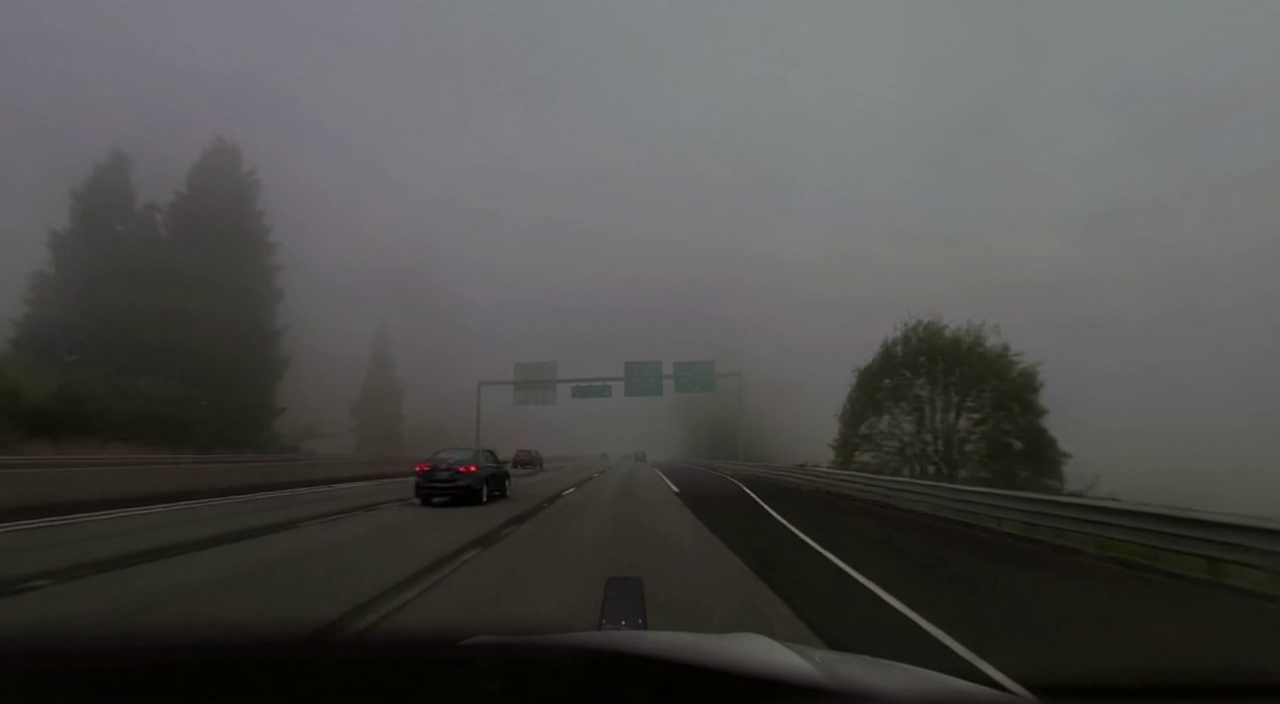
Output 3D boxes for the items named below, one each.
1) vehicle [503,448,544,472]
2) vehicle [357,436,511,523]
[{"bbox_3d":[-7.719,7.182,42.022,1.835,1.459,4.636,1,-9,0],"label":"vehicle"},{"bbox_3d":[-4.288,2.716,14.025,1.875,1.587,4.687,0,-9,-1],"label":"vehicle"}]
